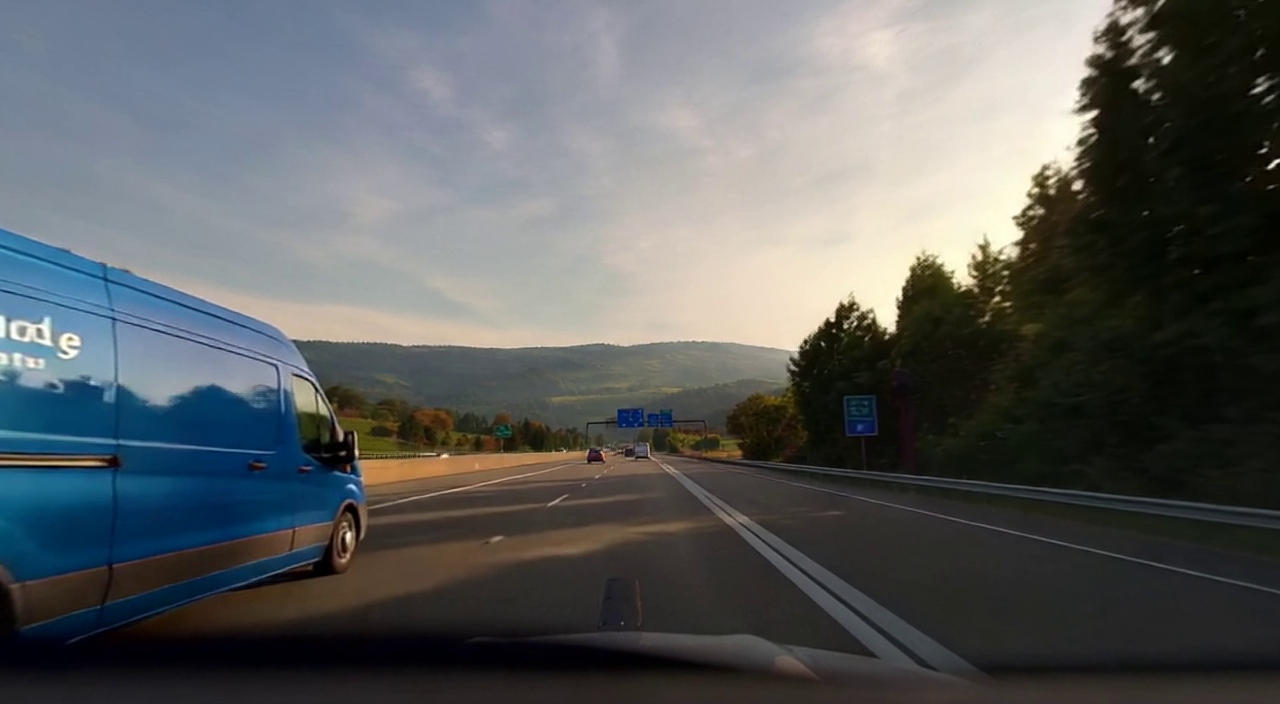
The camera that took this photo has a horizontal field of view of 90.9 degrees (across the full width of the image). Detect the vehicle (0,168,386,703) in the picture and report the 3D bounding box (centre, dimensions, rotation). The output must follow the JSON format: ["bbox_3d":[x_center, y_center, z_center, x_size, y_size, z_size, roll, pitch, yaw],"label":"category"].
[{"bbox_3d":[-4.108,0.612,3.727,2.320,2.636,7.021,0,-9,-1],"label":"vehicle"}]
